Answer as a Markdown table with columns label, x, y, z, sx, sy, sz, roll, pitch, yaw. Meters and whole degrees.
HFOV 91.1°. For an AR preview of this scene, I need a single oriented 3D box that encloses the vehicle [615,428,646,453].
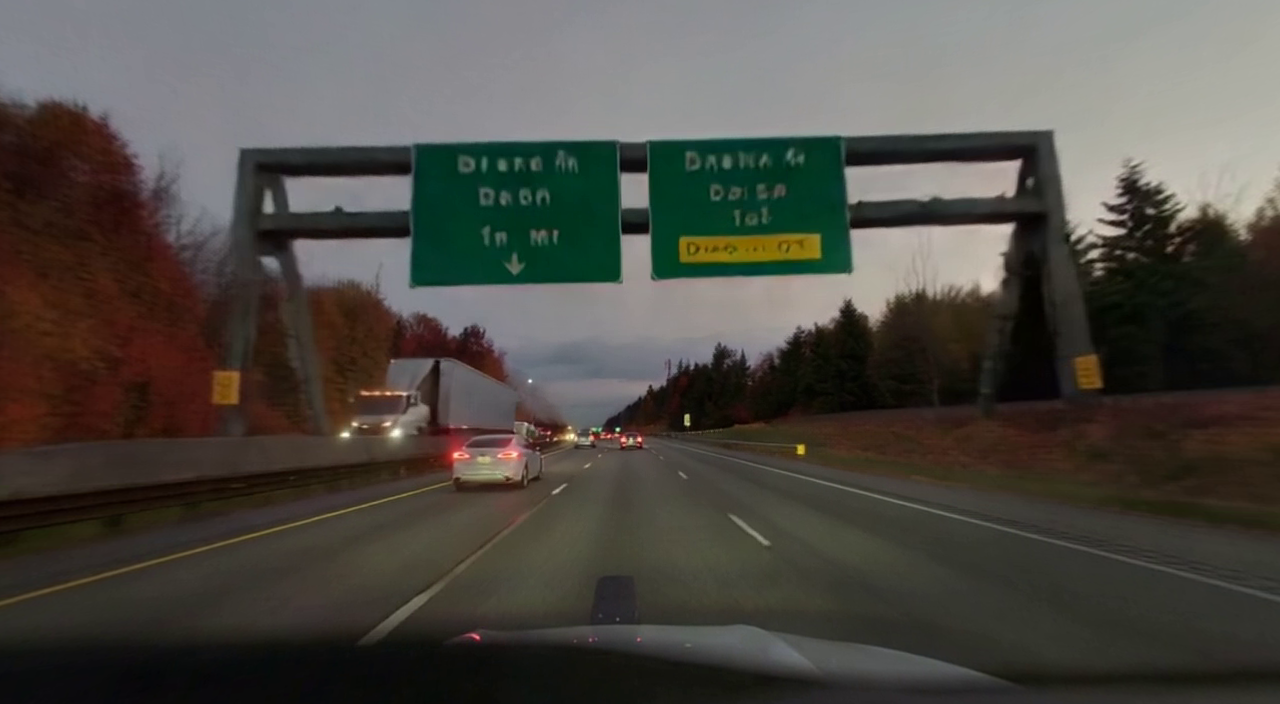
| label | x | y | z | sx | sy | sz | roll | pitch | yaw |
| --- | --- | --- | --- | --- | --- | --- | --- | --- | --- |
| vehicle | -0.651 | 6.163 | 43.684 | 2.054 | 1.609 | 3.859 | 0 | -8 | -1 |

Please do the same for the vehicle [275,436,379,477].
| label | x | y | z | sx | sy | sz | roll | pitch | yaw |
| --- | --- | --- | --- | --- | --- | --- | --- | --- | --- |
| vehicle | -12.155 | 4.060 | 24.743 | 2.152 | 1.480 | 3.843 | 0 | -8 | 0 |

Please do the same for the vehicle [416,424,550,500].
| label | x | y | z | sx | sy | sz | roll | pitch | yaw |
| --- | --- | --- | --- | --- | --- | --- | --- | --- | --- |
| vehicle | -3.468 | 2.527 | 14.927 | 1.989 | 1.497 | 4.645 | 0 | -8 | 0 |

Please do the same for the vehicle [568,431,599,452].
| label | x | y | z | sx | sy | sz | roll | pitch | yaw |
| --- | --- | --- | --- | --- | --- | --- | --- | --- | --- |
| vehicle | -4.442 | 7.078 | 49.787 | 2.071 | 1.524 | 4.398 | 0 | -8 | 0 |

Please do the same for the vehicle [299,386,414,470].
| label | x | y | z | sx | sy | sz | roll | pitch | yaw |
| --- | --- | --- | --- | --- | --- | --- | --- | --- | --- |
| vehicle | -15.705 | 4.321 | 35.531 | 3.395 | 4.263 | 6.355 | 1 | -7 | 0 |
